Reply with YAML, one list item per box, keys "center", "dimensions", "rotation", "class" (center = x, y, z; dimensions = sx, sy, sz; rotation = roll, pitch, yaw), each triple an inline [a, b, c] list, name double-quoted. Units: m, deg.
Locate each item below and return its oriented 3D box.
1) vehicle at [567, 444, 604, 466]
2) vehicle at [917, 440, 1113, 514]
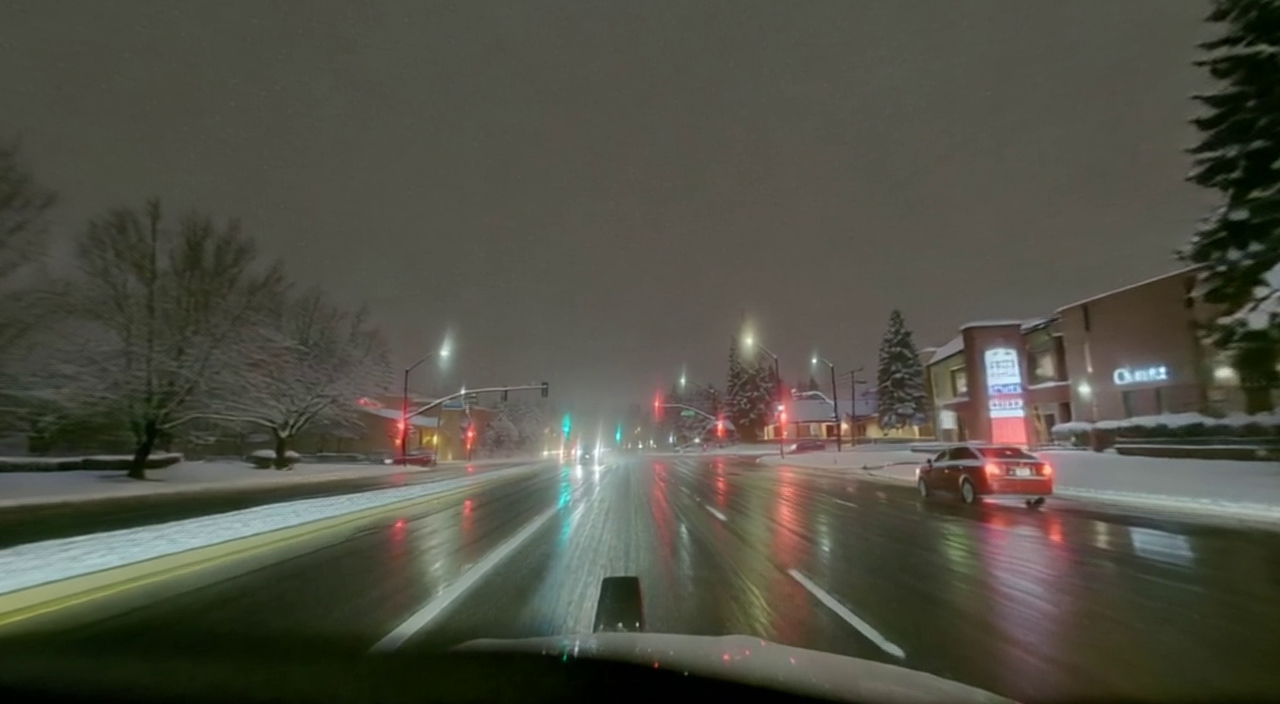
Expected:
- center: [-3.805, 7.249, 44.711]
  dimensions: [2.121, 1.481, 4.708]
  rotation: [0, -8, 1]
  class: "vehicle"
- center: [8.482, 2.819, 14.852]
  dimensions: [1.936, 1.460, 4.258]
  rotation: [0, -8, -1]
  class: "vehicle"
